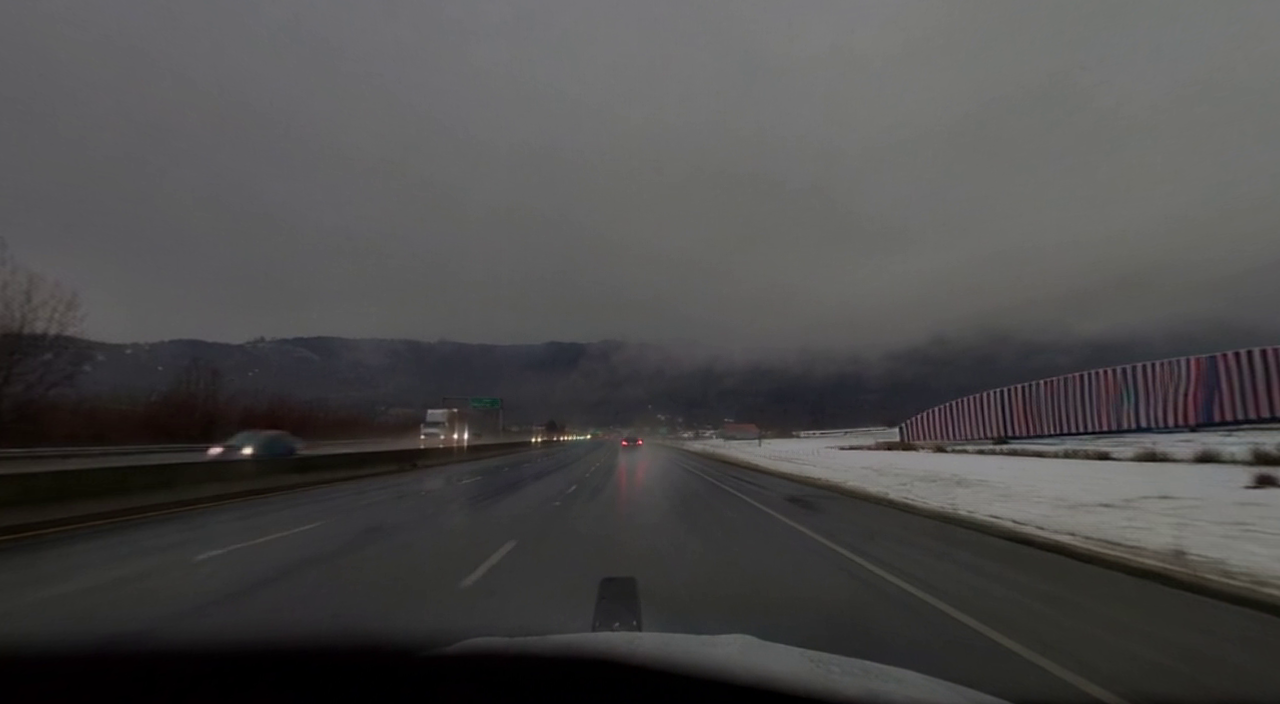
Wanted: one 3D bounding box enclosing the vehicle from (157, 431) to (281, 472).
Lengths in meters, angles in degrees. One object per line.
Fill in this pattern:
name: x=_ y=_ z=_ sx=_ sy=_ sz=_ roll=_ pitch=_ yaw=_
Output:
vehicle: x=-16.444 y=3.878 z=24.875 sx=1.844 sy=1.472 sz=4.490 roll=0 pitch=-8 yaw=-1
